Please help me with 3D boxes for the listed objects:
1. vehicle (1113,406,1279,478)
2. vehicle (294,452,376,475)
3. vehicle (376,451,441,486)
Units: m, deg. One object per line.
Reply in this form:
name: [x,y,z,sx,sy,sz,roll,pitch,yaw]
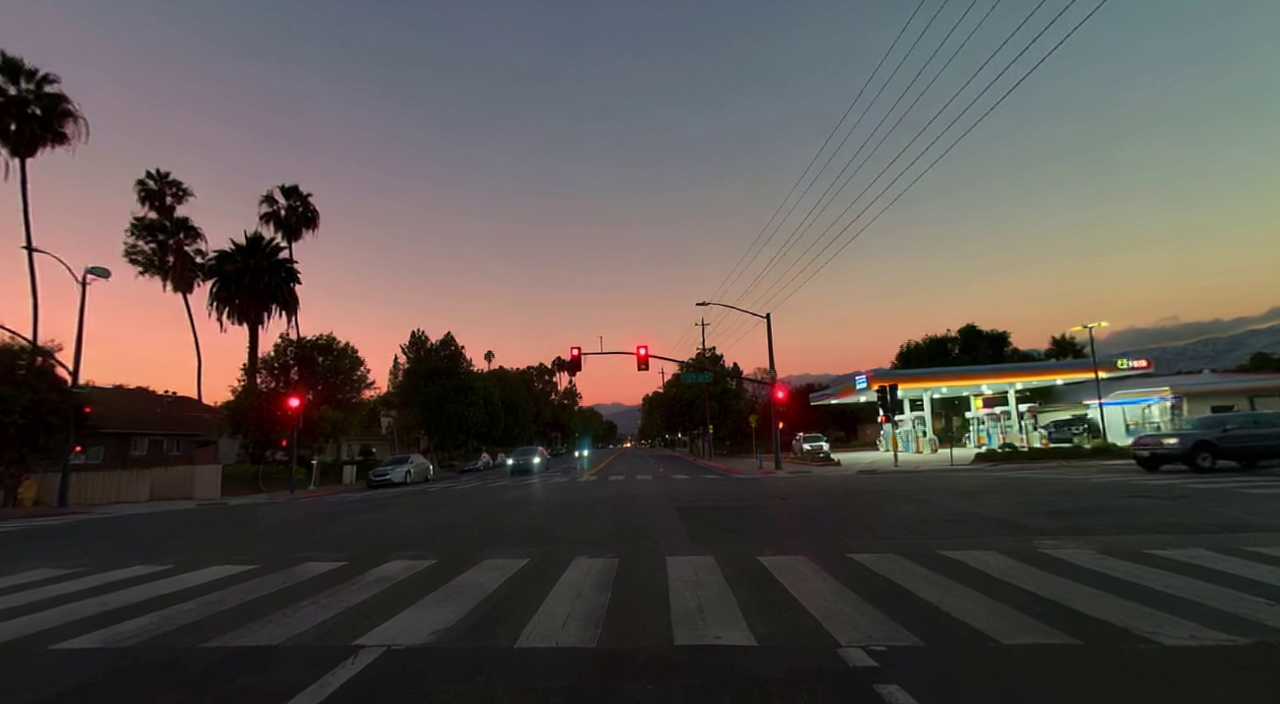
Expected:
vehicle: [16.274,2.460,17.280,5.086,1.817,1.952,0,-9,-3]
vehicle: [-20.948,7.685,43.509,4.672,1.469,1.816,-1,-9,-2]
vehicle: [-13.040,6.554,35.944,2.009,1.777,4.559,0,-9,-1]
